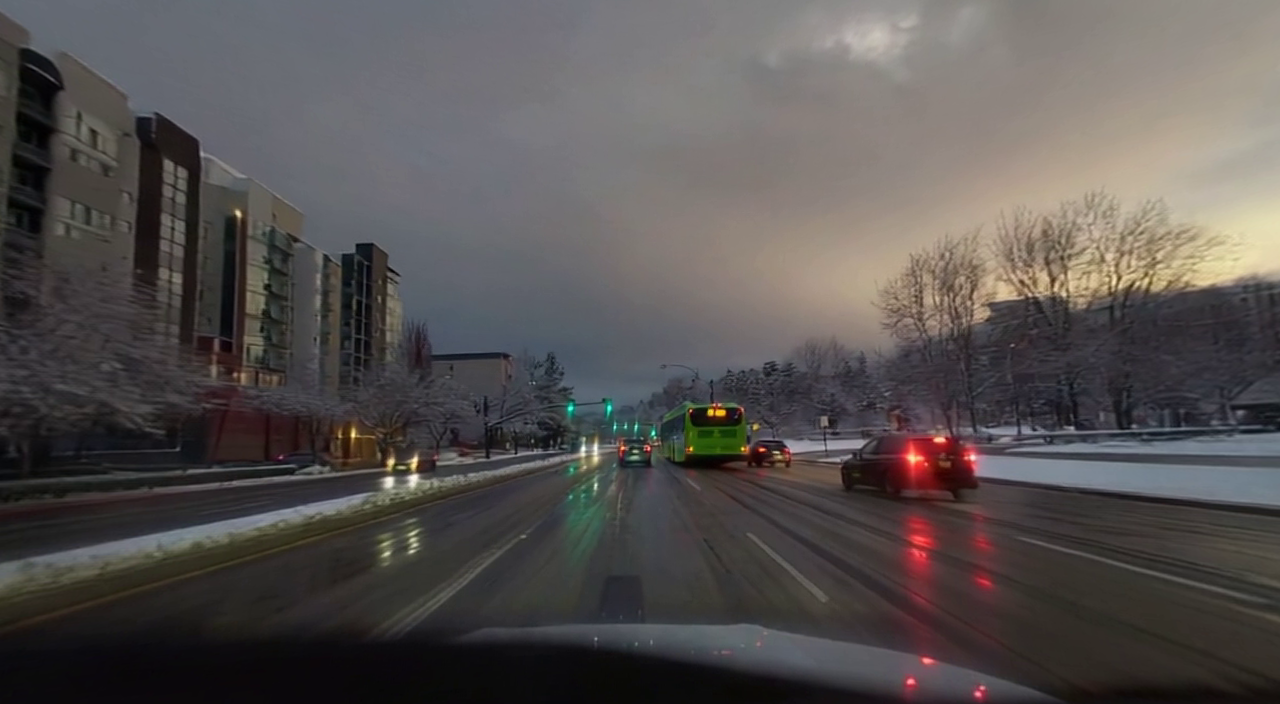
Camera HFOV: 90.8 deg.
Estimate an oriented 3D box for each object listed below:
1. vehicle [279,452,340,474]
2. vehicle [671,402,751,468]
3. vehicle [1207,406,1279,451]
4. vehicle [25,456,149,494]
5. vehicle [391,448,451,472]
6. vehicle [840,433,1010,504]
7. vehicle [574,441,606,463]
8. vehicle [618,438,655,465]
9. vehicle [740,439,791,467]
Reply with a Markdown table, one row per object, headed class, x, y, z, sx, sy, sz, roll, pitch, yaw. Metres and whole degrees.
| class | x | y | z | sx | sy | sz | roll | pitch | yaw |
| --- | --- | --- | --- | --- | --- | --- | --- | --- | --- |
| vehicle | -23.719 | 7.981 | 45.506 | 1.878 | 1.480 | 4.586 | 0 | -9 | 1 |
| vehicle | 3.796 | 4.854 | 36.328 | 2.760 | 3.325 | 9.045 | 1 | -9 | -5 |
| vehicle | 42.801 | 5.360 | 43.782 | 2.477 | 2.965 | 4.646 | 0 | -9 | 1 |
| vehicle | -29.177 | 6.486 | 33.601 | 2.039 | 1.777 | 5.029 | 0 | -9 | -1 |
| vehicle | -14.542 | 7.156 | 42.200 | 2.046 | 1.494 | 4.902 | 0 | -9 | 3 |
| vehicle | 6.638 | 2.767 | 15.388 | 1.992 | 1.447 | 4.414 | 0 | -9 | -1 |
| vehicle | -3.456 | 7.011 | 44.371 | 1.990 | 1.480 | 3.941 | 0 | -9 | 0 |
| vehicle | -0.221 | 6.043 | 38.400 | 2.145 | 1.572 | 4.021 | 0 | -9 | -1 |
| vehicle | 7.072 | 5.746 | 36.130 | 1.886 | 1.474 | 4.495 | 0 | -9 | -1 |
